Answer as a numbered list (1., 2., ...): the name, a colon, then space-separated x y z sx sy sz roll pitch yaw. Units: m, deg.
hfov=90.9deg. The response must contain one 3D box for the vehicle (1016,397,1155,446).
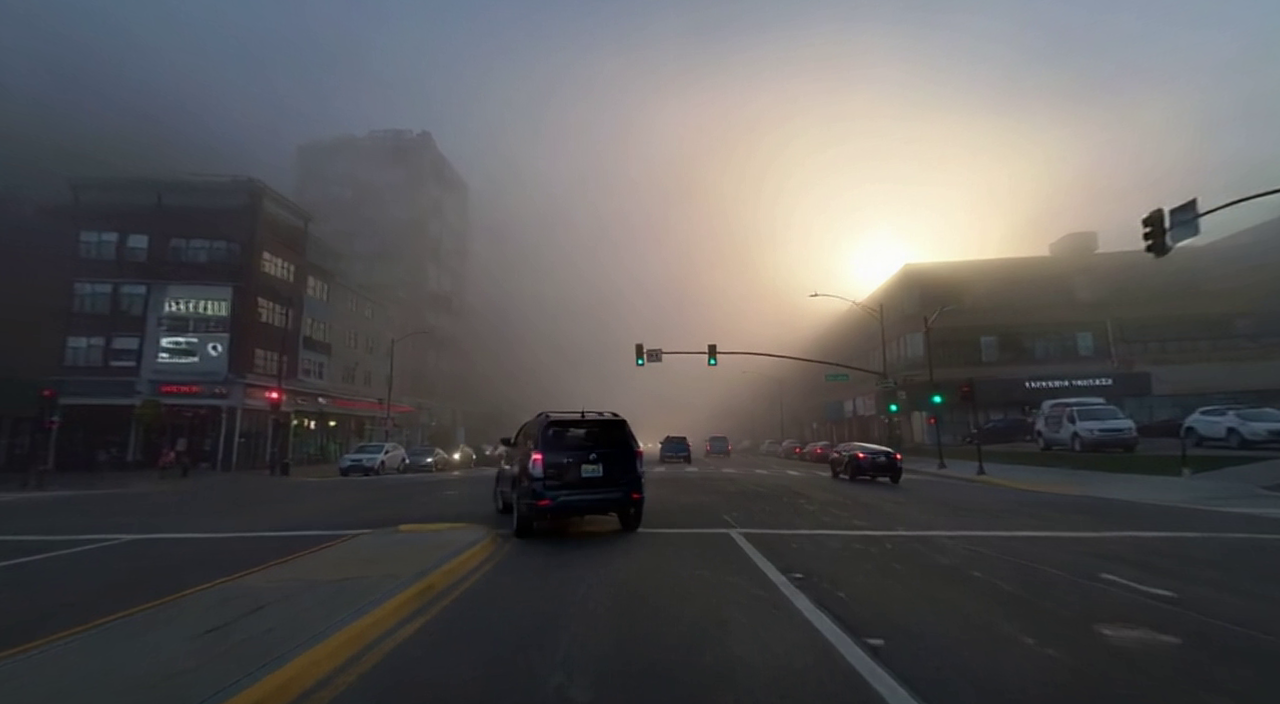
1. vehicle: 18.454 3.009 26.541 2.123 1.884 5.170 0 -8 1

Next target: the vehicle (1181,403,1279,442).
1. vehicle: 24.287 2.872 25.780 1.422 1.496 3.318 1 -6 1

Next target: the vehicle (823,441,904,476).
1. vehicle: 9.743 4.658 27.905 1.863 1.426 4.494 0 -8 -1

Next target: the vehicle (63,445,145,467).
1. vehicle: -36.384 7.076 42.837 4.054 1.382 1.564 1 -9 0

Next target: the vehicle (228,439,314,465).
1. vehicle: -23.231 6.279 39.746 4.286 1.210 1.877 3 -3 4

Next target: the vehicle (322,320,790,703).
1. vehicle: -0.477 1.159 5.630 2.242 1.812 4.993 -3 -9 -1

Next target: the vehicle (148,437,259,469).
1. vehicle: -23.882 5.569 34.635 4.511 1.670 2.082 0 -9 0

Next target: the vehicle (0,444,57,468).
1. vehicle: -42.863 7.013 42.731 4.671 1.547 1.907 0 -8 -1
